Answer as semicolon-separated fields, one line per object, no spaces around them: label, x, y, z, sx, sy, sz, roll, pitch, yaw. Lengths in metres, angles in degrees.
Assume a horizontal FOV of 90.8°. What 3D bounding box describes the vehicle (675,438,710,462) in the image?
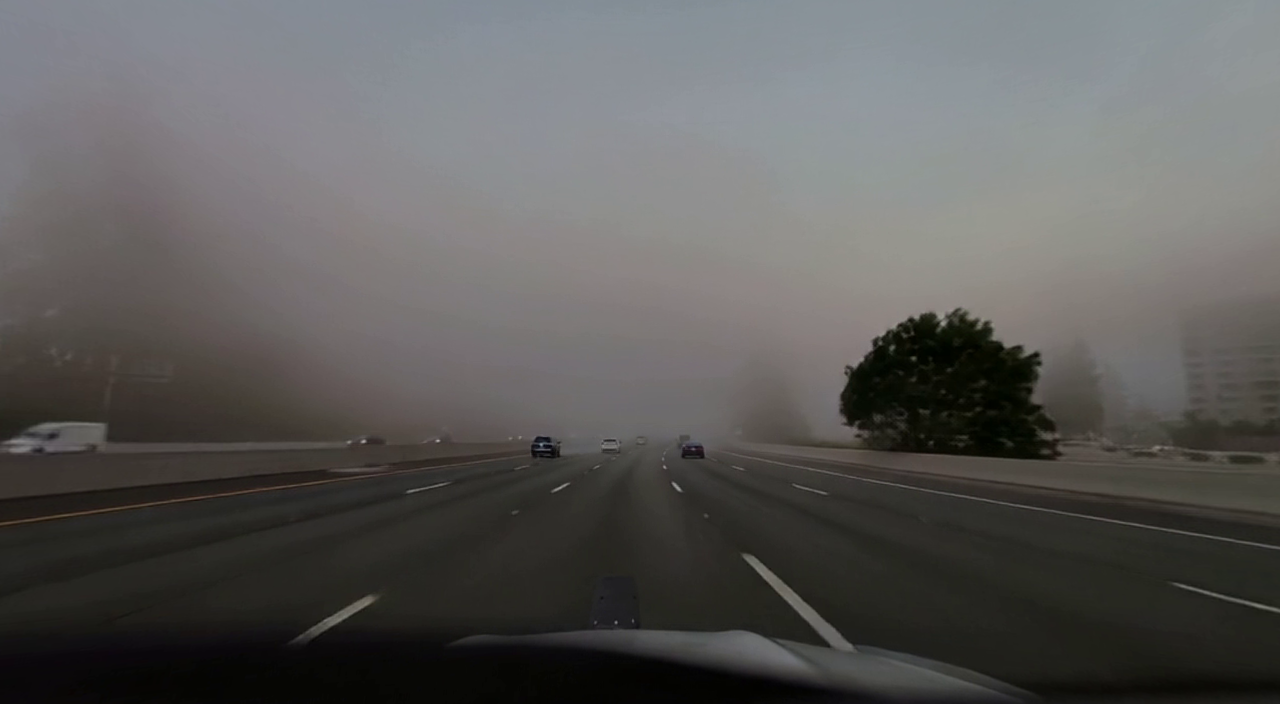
vehicle;3.385;6.413;41.286;1.967;1.475;4.080;0;-8;1

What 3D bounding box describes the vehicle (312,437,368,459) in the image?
vehicle;-22.571;7.233;47.665;1.820;1.518;4.571;0;-8;2

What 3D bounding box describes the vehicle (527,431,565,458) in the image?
vehicle;-6.829;6.806;46.466;2.009;1.850;4.338;0;-8;2

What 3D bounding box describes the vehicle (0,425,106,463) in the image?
vehicle;-34.918;5.398;36.976;2.178;2.038;5.783;0;-8;1
